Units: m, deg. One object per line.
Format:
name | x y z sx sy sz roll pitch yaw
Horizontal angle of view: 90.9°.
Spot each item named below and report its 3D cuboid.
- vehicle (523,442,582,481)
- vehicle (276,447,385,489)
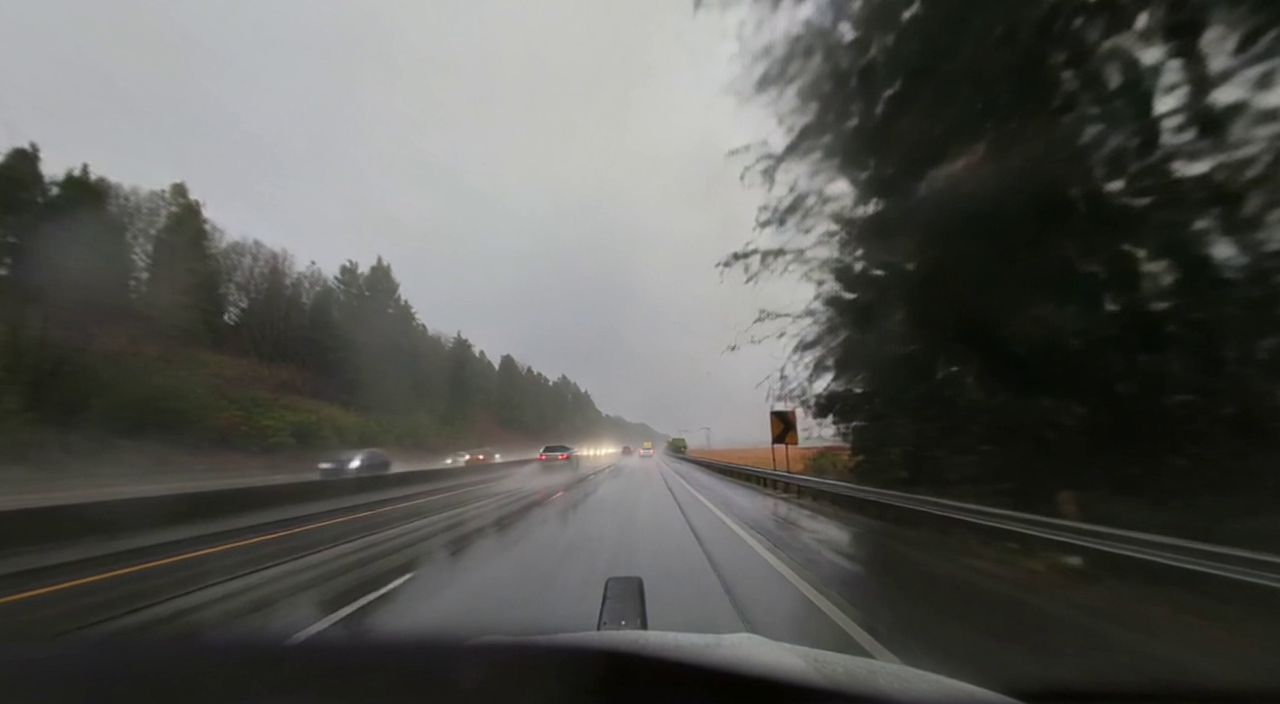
vehicle | -3.983 5.076 29.485 2.095 1.664 4.305 0 -9 1
vehicle | -12.683 4.771 26.269 2.083 1.536 4.838 0 -9 0
